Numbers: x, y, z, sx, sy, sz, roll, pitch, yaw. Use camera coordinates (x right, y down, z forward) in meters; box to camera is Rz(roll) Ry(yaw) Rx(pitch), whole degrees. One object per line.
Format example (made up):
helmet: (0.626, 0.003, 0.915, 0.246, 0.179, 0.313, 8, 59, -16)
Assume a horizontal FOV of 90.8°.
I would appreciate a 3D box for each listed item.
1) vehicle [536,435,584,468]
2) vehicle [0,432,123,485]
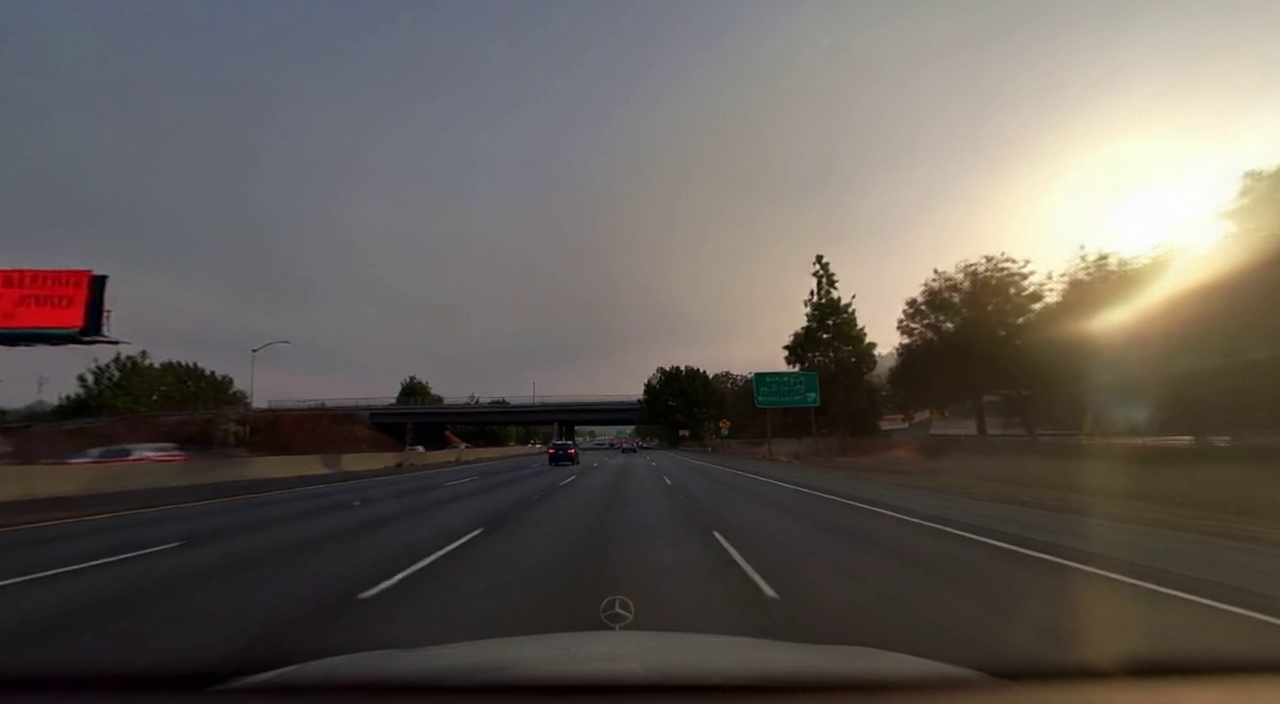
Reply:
vehicle: (-4.454, 5.612, 35.811, 2.102, 1.727, 4.704, 0, -8, 0)
vehicle: (-17.445, 3.091, 18.631, 1.532, 1.391, 3.350, 0, -8, -1)
